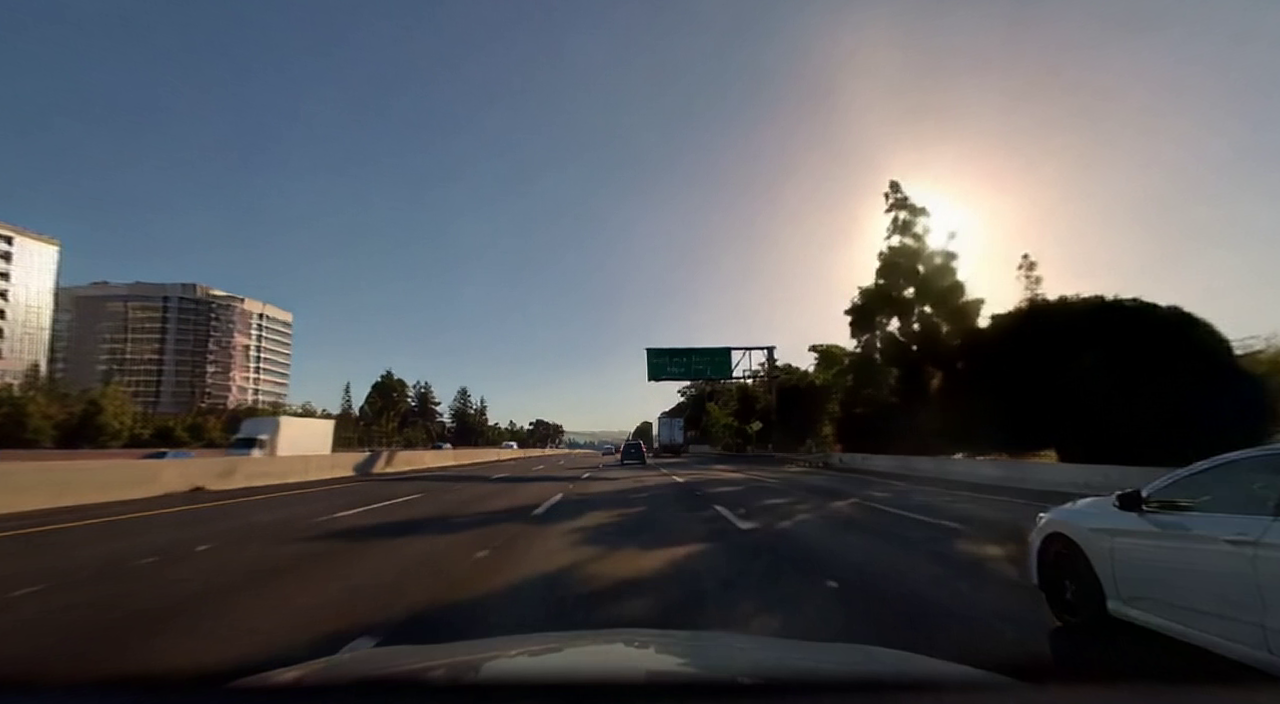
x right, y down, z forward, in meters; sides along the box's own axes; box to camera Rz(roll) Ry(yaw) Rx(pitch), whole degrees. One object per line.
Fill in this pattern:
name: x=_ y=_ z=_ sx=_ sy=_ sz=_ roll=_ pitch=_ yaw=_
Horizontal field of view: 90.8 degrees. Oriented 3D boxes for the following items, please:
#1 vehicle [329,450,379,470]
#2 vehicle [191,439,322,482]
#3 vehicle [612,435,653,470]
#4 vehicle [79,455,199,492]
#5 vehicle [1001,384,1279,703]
vehicle: x=-22.367 y=8.442 z=49.587 sx=1.865 sy=1.461 sz=4.393 roll=0 pitch=-8 yaw=0
vehicle: x=-18.147 y=5.144 z=30.402 sx=2.356 sy=1.839 sz=6.133 roll=0 pitch=-8 yaw=2
vehicle: x=-0.467 y=5.907 z=37.370 sx=2.297 sy=1.912 sz=4.355 roll=0 pitch=-8 yaw=-1
vehicle: x=-22.226 y=5.390 z=28.277 sx=1.810 sy=1.425 sz=4.316 roll=0 pitch=-8 yaw=0
vehicle: x=3.646 y=0.899 z=2.375 sx=1.950 sy=1.596 sz=4.326 roll=0 pitch=-8 yaw=-1
